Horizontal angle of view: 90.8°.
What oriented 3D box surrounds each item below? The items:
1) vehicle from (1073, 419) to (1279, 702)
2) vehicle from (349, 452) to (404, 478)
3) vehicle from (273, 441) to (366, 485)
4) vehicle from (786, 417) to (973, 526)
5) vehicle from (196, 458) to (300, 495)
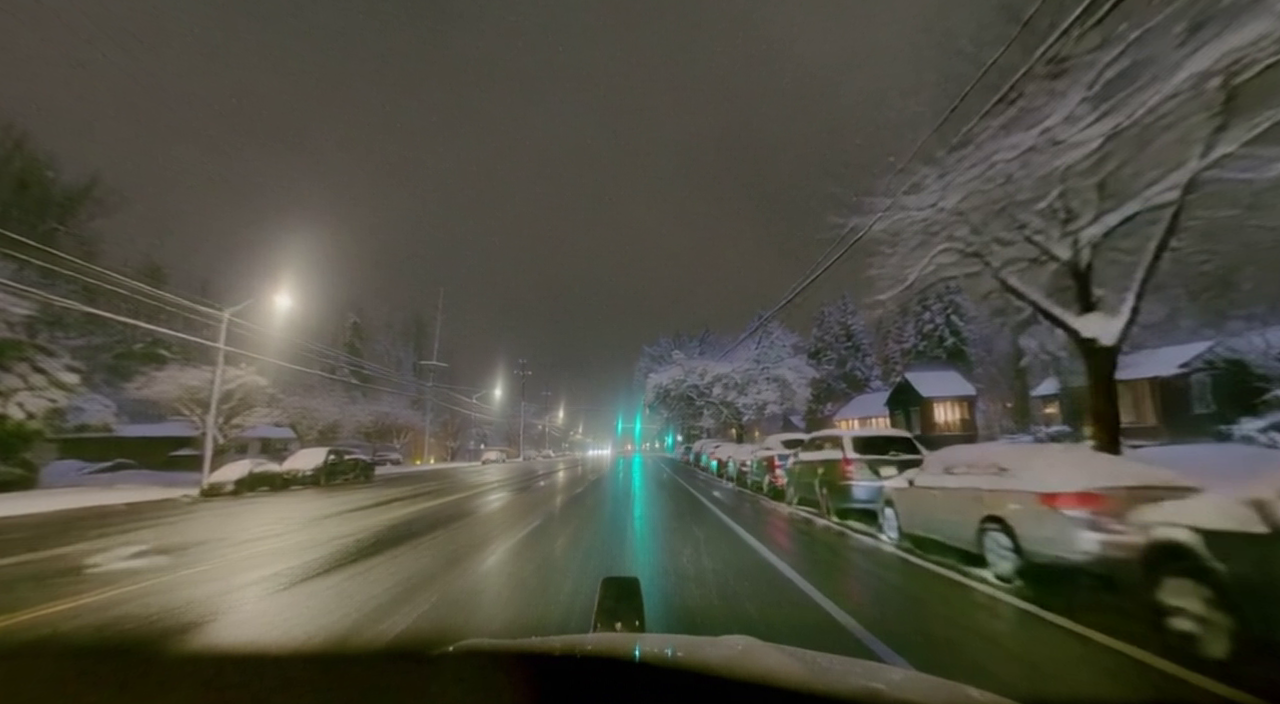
[{"bbox_3d":[4.459,1.005,2.630,1.927,1.523,4.668,0,-9,-1],"label":"vehicle"},{"bbox_3d":[-17.770,7.633,42.870,1.871,1.596,4.114,0,-9,1],"label":"vehicle"},{"bbox_3d":[-17.842,6.202,35.547,2.360,2.225,5.385,0,-9,0],"label":"vehicle"},{"bbox_3d":[4.483,2.332,12.764,1.926,1.778,4.568,0,-9,-1],"label":"vehicle"},{"bbox_3d":[-17.814,5.661,28.977,1.921,1.480,4.392,0,-9,0],"label":"vehicle"}]
